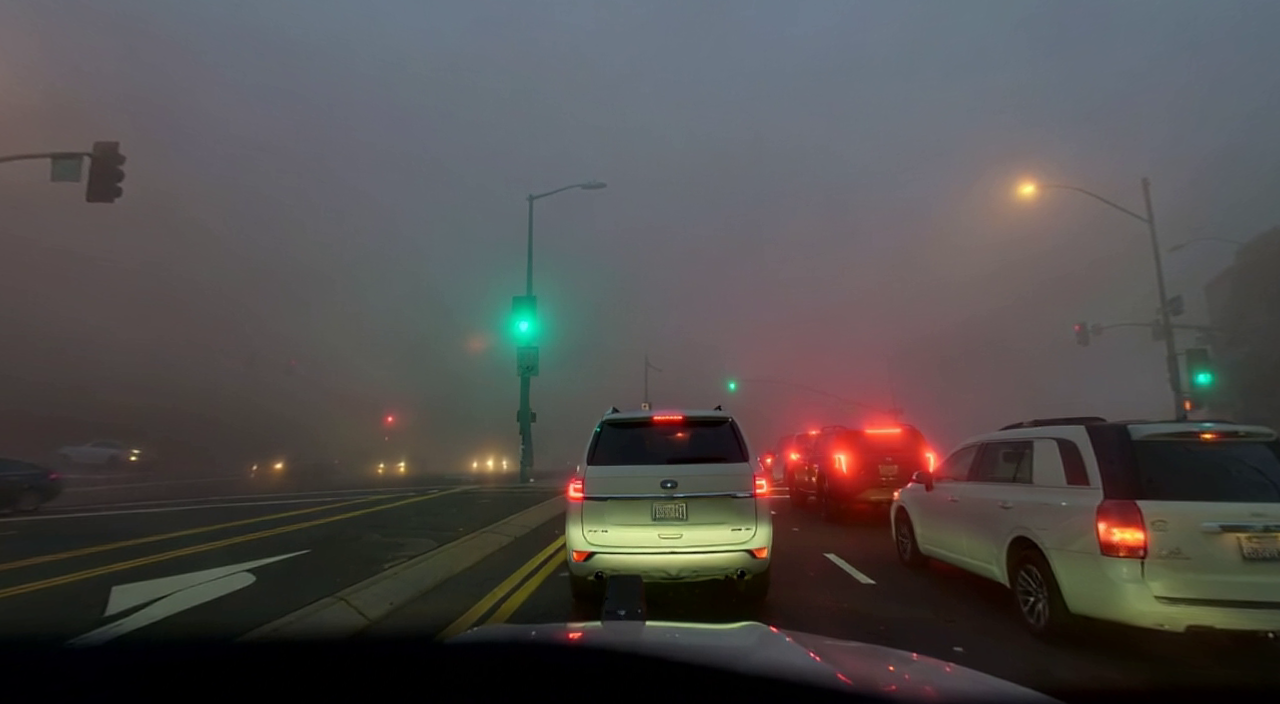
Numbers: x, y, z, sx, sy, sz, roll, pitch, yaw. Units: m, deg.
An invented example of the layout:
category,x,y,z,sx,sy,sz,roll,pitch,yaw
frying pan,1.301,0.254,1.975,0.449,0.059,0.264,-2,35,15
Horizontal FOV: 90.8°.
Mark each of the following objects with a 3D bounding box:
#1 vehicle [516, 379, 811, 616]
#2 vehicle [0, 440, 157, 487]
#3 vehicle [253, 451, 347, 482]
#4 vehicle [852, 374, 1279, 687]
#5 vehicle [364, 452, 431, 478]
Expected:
category,x,y,z,sx,sy,sz,roll,pitch,yaw
vehicle,0.225,1.461,7.216,2.292,1.840,4.394,0,-9,1
vehicle,-24.580,4.836,27.550,5.062,1.946,2.243,0,-9,-1
vehicle,-22.134,7.423,41.202,5.156,1.849,2.044,5,-10,-31
vehicle,3.597,1.289,5.659,2.018,1.701,4.288,0,-9,2
vehicle,-17.641,8.204,46.253,2.089,1.739,4.744,-2,-9,15
